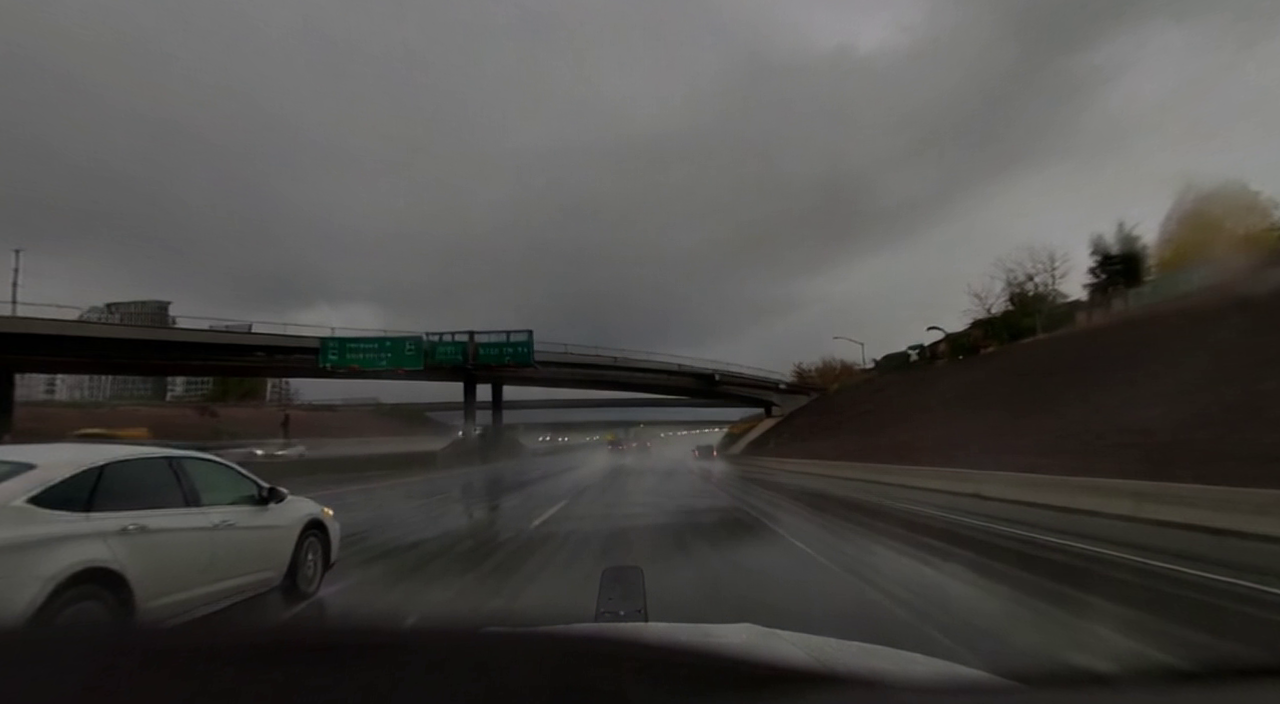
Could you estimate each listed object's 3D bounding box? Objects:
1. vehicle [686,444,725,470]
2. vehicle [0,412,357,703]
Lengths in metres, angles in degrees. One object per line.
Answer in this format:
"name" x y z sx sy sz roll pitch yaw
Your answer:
"vehicle" 4.108 6.647 40.267 2.059 1.509 4.670 0 -8 1
"vehicle" -3.734 1.164 3.797 1.990 1.477 4.308 0 -8 1
